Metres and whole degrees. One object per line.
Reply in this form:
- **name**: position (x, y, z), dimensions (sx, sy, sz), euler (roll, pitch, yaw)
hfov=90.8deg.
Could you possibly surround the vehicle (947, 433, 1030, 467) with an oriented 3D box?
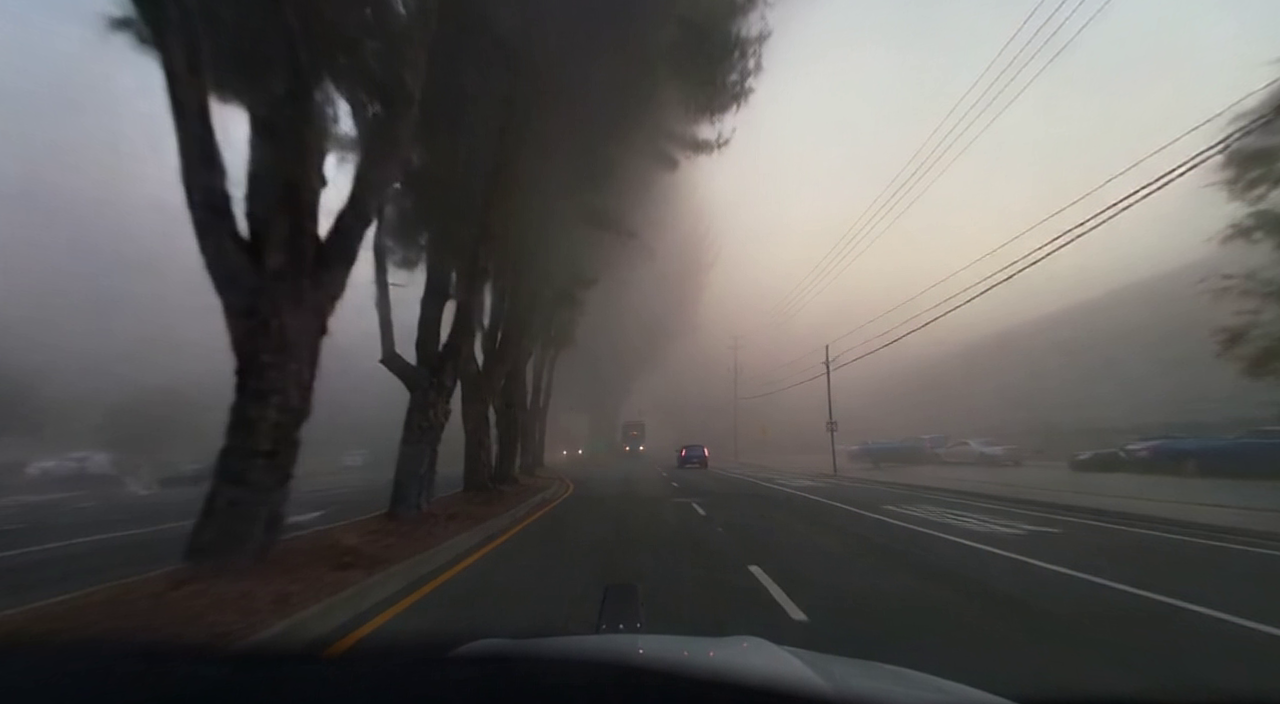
- **vehicle**: position (20.476, 5.826, 37.402), dimensions (1.993, 1.854, 5.008), euler (0, -9, -1)

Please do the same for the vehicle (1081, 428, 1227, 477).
- **vehicle**: position (20.170, 3.987, 25.109), dimensions (1.939, 1.753, 4.469), euler (0, -9, 0)

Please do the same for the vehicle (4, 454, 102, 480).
- **vehicle**: position (-39.398, 7.710, 42.500), dimensions (4.470, 1.657, 2.028), euler (0, -9, -1)

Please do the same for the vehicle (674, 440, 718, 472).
- **vehicle**: position (3.224, 6.136, 37.405), dimensions (2.086, 1.803, 4.607), euler (0, -9, -1)

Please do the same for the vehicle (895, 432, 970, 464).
- **vehicle**: position (20.514, 6.812, 44.701), dimensions (2.529, 2.086, 5.902), euler (0, -9, 1)

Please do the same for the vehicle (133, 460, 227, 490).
- **vehicle**: position (-26.177, 6.993, 36.198), dimensions (1.883, 1.482, 4.779), euler (0, -9, -2)
